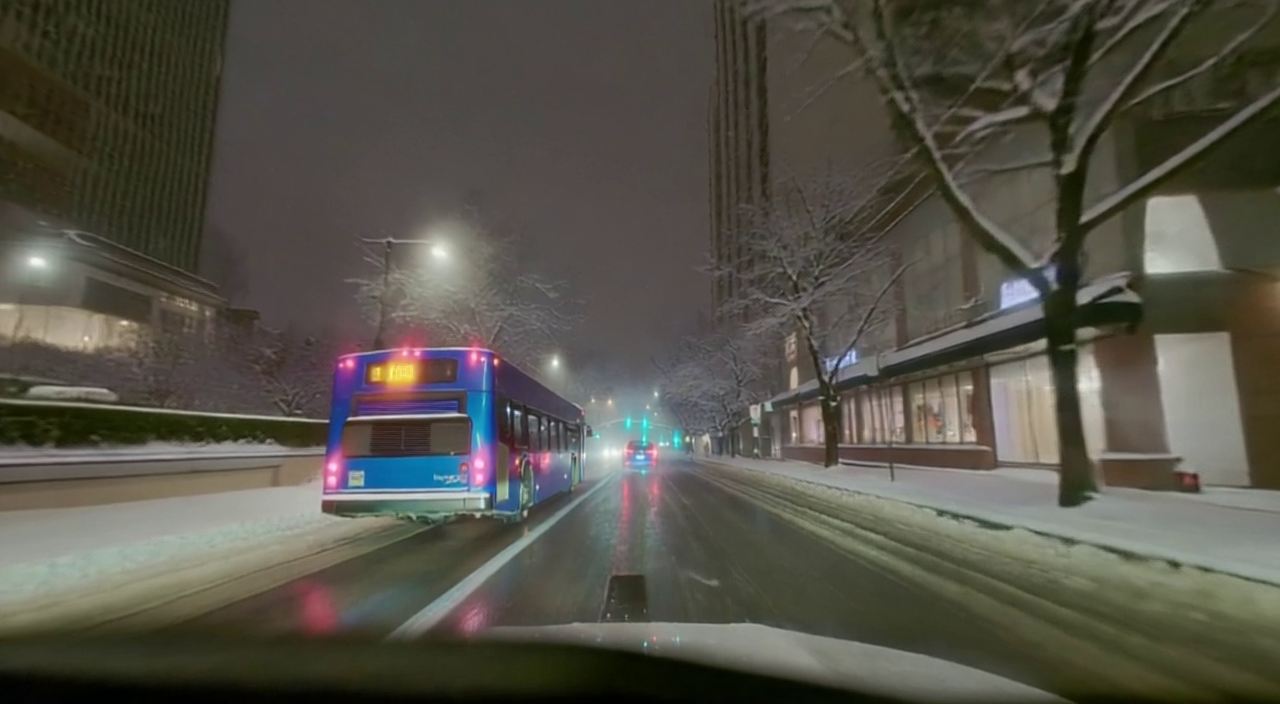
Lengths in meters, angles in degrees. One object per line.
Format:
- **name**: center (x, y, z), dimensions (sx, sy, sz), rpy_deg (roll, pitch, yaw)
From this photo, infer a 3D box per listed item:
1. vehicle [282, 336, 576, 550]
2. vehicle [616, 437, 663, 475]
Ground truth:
- **vehicle**: center (-3.270, 1.819, 12.844), dimensions (2.920, 2.884, 8.588), rpy_deg (0, -8, 1)
- **vehicle**: center (0.003, 5.009, 30.593), dimensions (2.120, 1.727, 3.917), rpy_deg (0, -8, 0)
